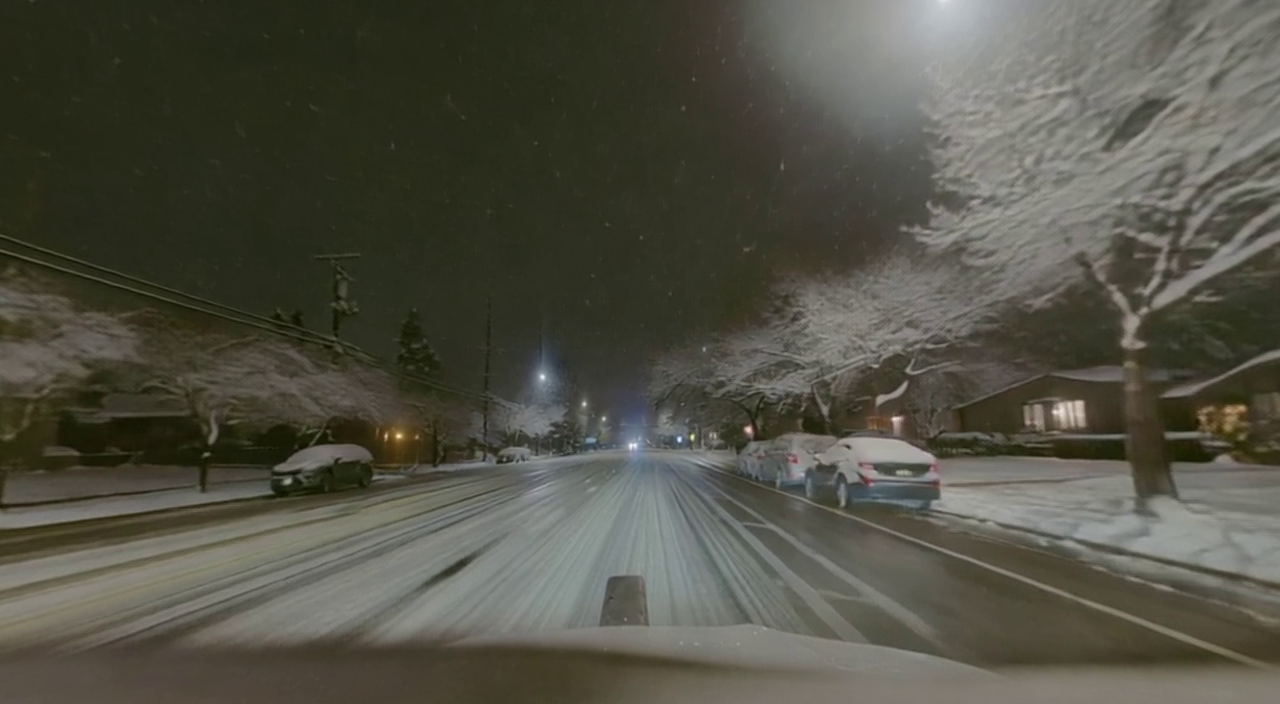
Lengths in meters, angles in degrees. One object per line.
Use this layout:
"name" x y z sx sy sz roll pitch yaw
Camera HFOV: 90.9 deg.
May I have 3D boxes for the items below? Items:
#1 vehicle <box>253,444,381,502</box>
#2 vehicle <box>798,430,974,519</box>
"vehicle" -11.562 4.304 23.030 2.054 1.704 4.710 -3 -7 3
"vehicle" 5.106 2.617 14.055 1.885 1.603 5.235 0 -9 1
